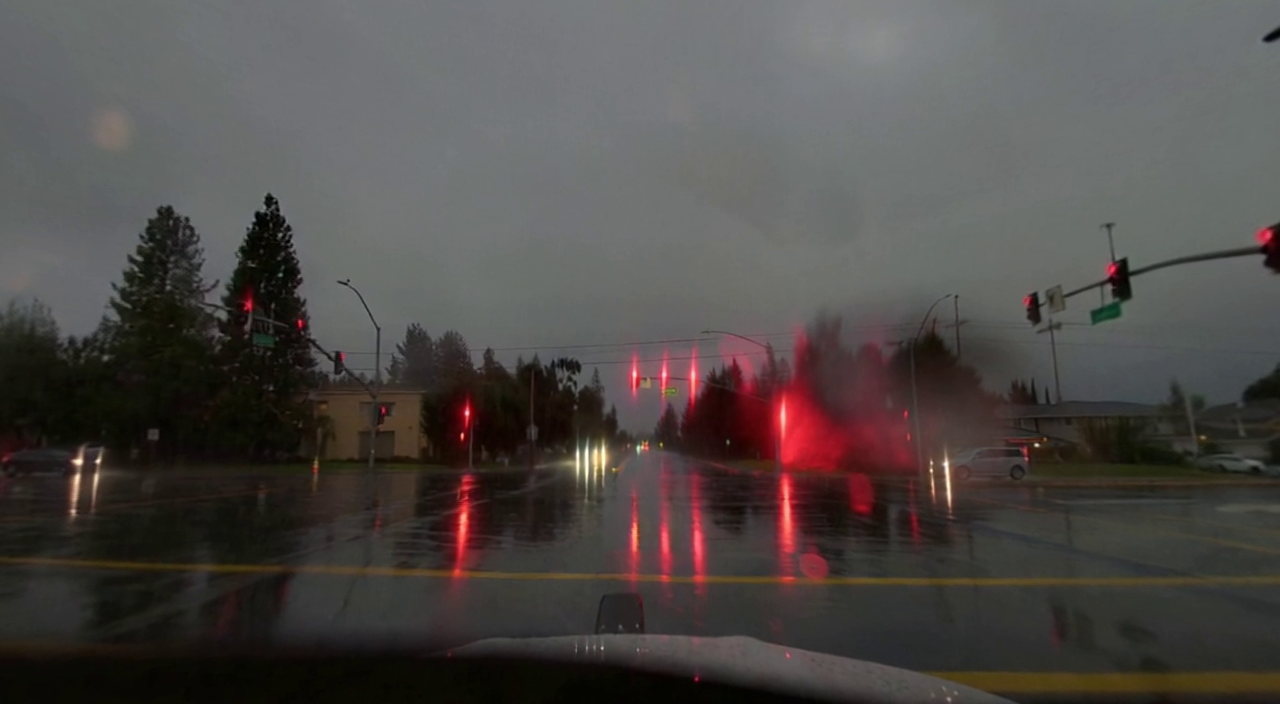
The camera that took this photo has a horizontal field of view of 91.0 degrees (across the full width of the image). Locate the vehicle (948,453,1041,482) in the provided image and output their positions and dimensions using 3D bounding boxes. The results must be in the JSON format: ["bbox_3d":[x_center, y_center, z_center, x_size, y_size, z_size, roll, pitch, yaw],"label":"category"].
[{"bbox_3d":[21.102,6.862,37.589,4.447,1.623,1.801,0,-9,-3],"label":"vehicle"}]

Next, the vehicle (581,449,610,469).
[{"bbox_3d":[-3.438,8.359,49.215,1.908,1.441,4.142,0,-8,1],"label":"vehicle"}]

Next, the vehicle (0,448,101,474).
[{"bbox_3d":[-35.129,6.423,37.189,4.741,1.447,1.807,0,-9,0],"label":"vehicle"}]

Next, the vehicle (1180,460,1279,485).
[{"bbox_3d":[36.226,7.310,38.297,4.976,1.428,1.929,0,-8,-2],"label":"vehicle"}]
